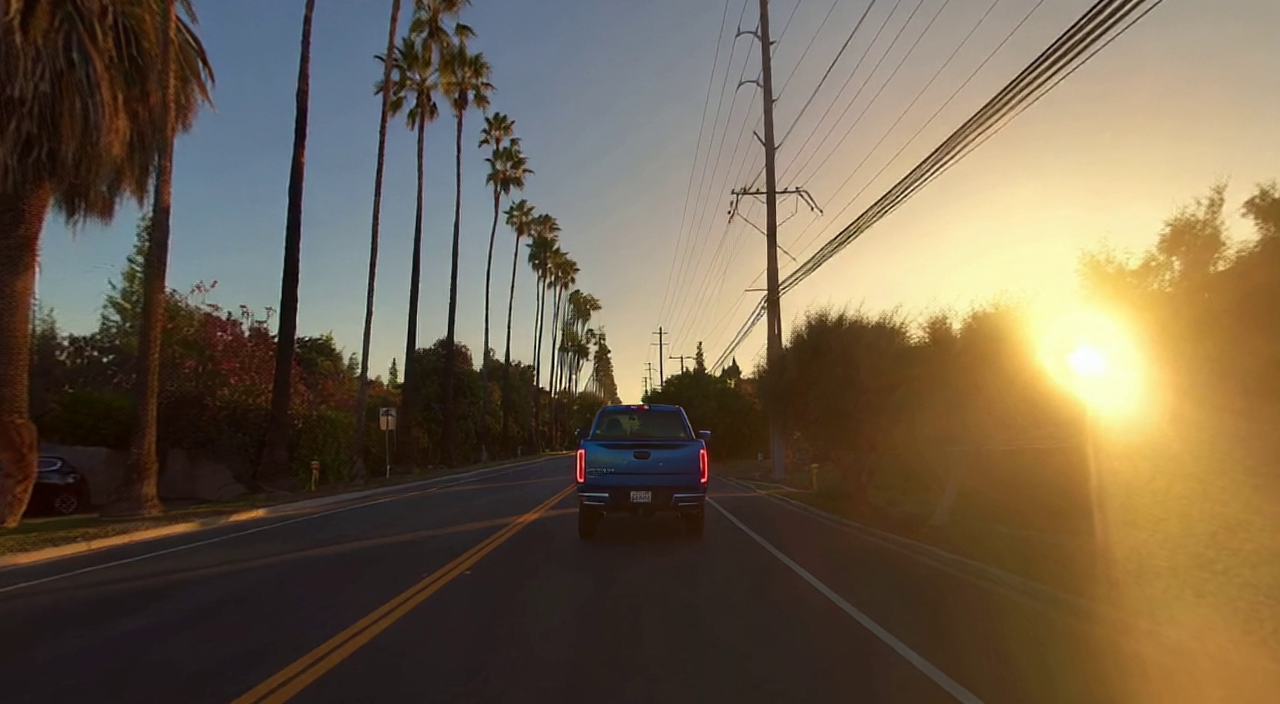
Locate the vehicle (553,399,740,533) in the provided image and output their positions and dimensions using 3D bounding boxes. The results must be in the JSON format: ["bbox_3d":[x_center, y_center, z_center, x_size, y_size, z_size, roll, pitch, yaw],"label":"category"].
[{"bbox_3d":[0.052,2.156,12.498,2.803,2.005,5.885,0,-8,-1],"label":"vehicle"}]
